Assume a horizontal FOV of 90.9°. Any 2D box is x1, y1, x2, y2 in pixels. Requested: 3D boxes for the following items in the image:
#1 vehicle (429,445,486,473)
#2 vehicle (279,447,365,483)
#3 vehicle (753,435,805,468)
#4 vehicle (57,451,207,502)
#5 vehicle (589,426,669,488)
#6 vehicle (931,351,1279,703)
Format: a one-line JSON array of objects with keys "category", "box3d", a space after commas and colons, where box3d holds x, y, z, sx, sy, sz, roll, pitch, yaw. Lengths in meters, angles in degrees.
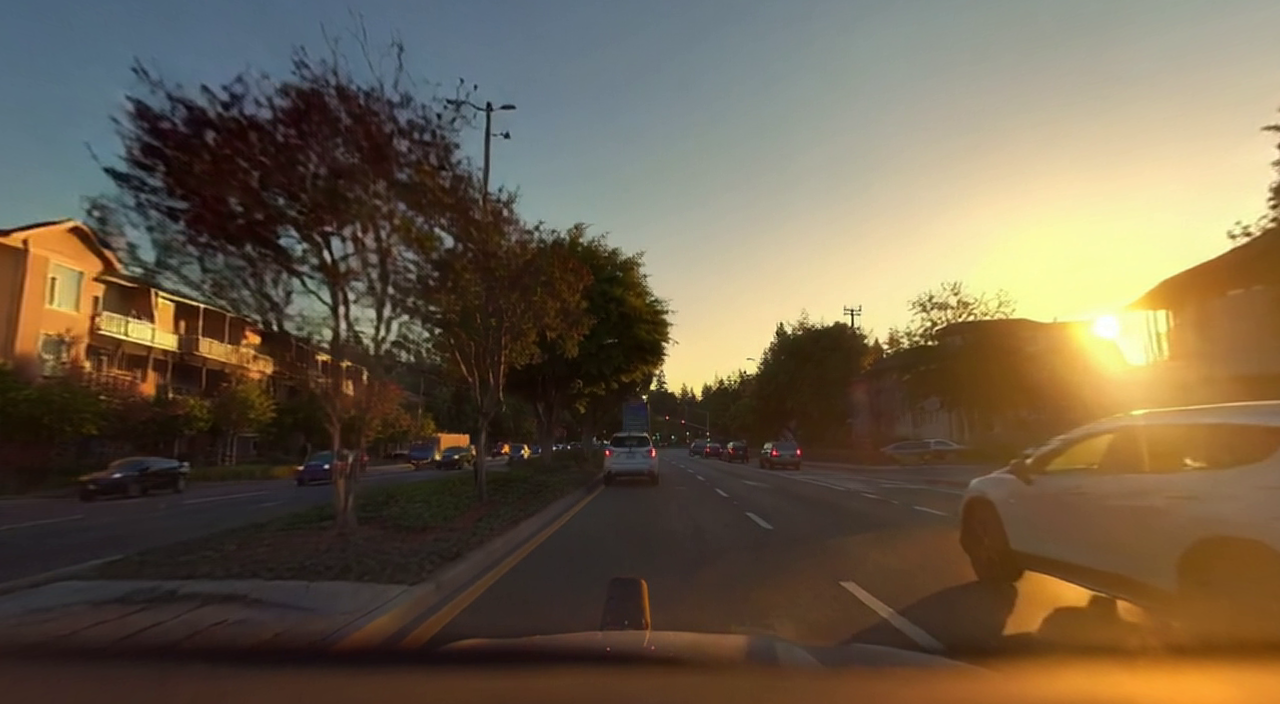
[{"category": "vehicle", "box3d": [-10.317, 6.035, 35.959, 1.907, 1.471, 4.410, 0, -8, 1]}, {"category": "vehicle", "box3d": [-16.388, 5.803, 32.823, 1.972, 1.723, 4.608, 0, -8, 1]}, {"category": "vehicle", "box3d": [7.722, 5.599, 35.455, 1.971, 1.722, 4.341, 0, -8, 0]}, {"category": "vehicle", "box3d": [-20.339, 4.965, 25.577, 2.001, 1.788, 4.776, 0, -8, 1]}, {"category": "vehicle", "box3d": [-0.324, 3.426, 20.826, 2.332, 1.798, 4.546, 0, -8, 0]}, {"category": "vehicle", "box3d": [3.879, 1.014, 3.871, 2.100, 1.689, 4.501, 0, -8, 1]}]
